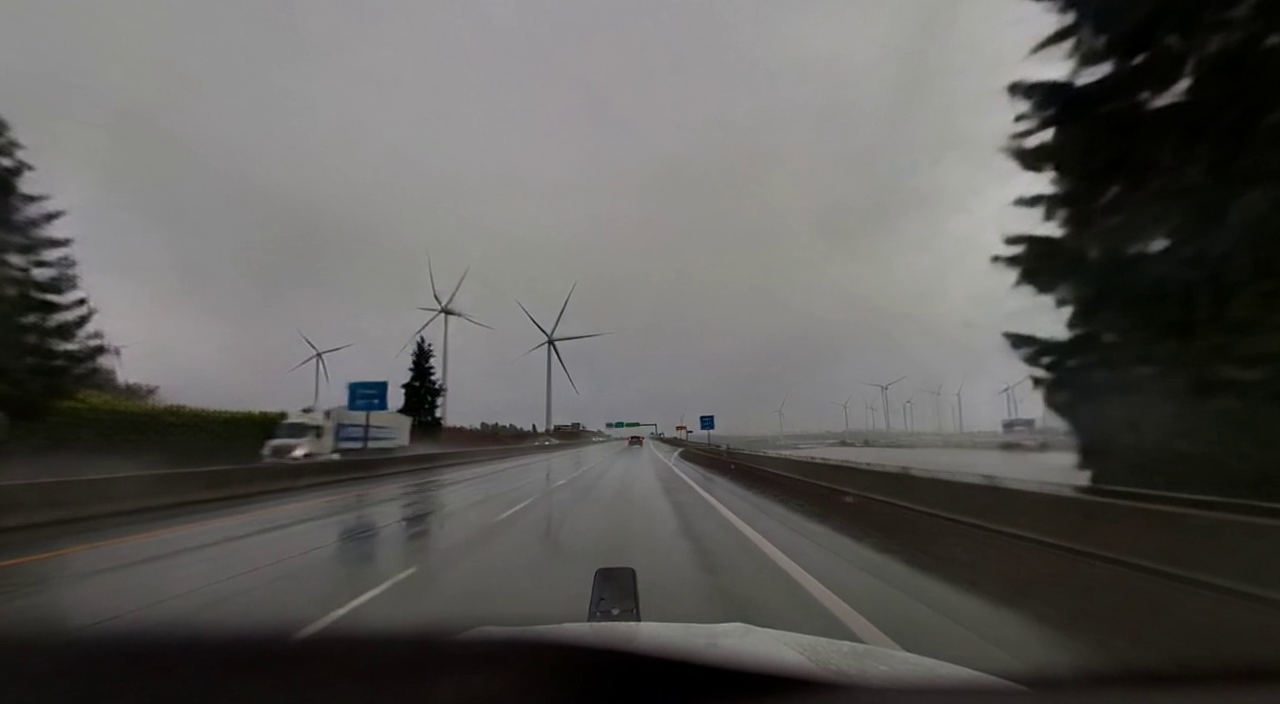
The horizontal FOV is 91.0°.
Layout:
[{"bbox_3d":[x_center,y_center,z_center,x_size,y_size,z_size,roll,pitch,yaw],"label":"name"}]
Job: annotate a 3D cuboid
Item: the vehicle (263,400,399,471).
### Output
[{"bbox_3d":[-17.247,4.853,36.177,2.971,3.525,9.305,0,-8,0],"label":"vehicle"}]
